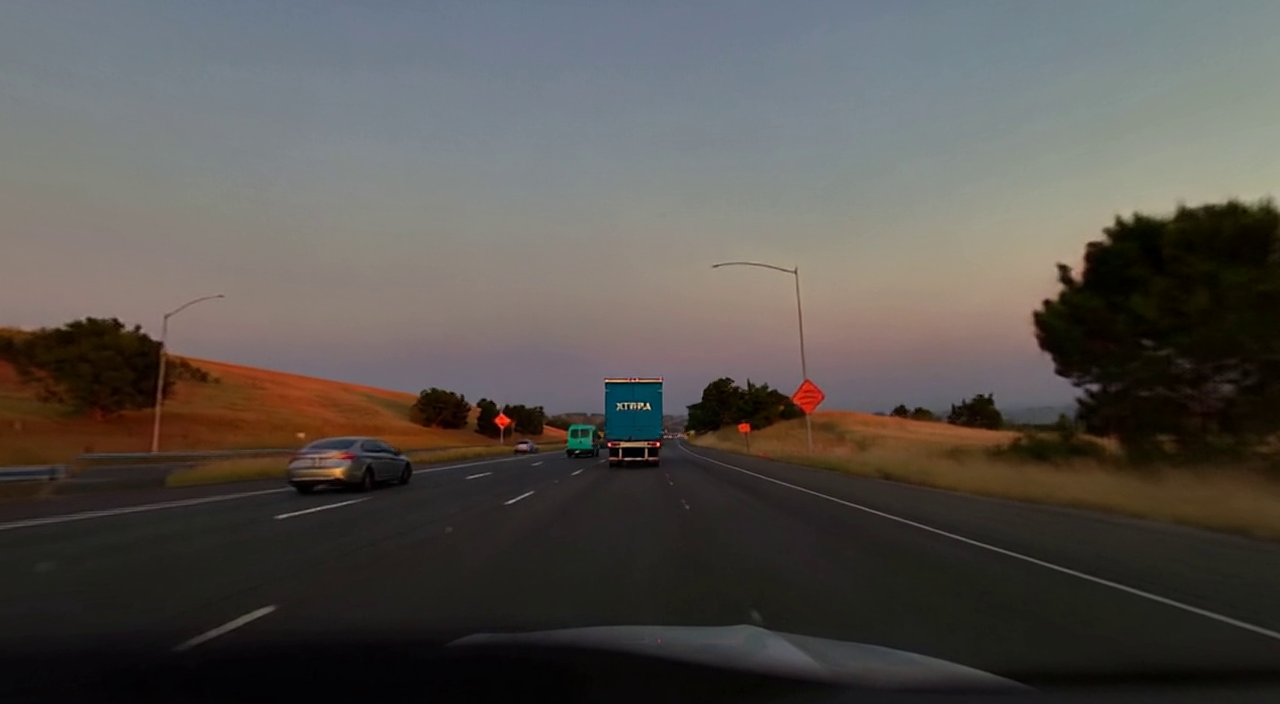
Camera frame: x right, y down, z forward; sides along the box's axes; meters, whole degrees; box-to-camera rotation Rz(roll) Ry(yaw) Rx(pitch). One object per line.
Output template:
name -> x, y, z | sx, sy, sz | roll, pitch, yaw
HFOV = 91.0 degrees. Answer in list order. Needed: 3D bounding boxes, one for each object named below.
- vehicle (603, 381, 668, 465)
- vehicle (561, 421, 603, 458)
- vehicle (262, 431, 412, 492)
vehicle -> -0.228, 4.314, 35.641 | 3.183, 4.011, 9.617 | -1, -11, 0
vehicle -> -4.323, 6.763, 48.303 | 2.469, 2.615, 5.874 | 0, -8, 2
vehicle -> -8.489, 3.095, 18.214 | 1.915, 1.506, 4.594 | 0, -8, 2
